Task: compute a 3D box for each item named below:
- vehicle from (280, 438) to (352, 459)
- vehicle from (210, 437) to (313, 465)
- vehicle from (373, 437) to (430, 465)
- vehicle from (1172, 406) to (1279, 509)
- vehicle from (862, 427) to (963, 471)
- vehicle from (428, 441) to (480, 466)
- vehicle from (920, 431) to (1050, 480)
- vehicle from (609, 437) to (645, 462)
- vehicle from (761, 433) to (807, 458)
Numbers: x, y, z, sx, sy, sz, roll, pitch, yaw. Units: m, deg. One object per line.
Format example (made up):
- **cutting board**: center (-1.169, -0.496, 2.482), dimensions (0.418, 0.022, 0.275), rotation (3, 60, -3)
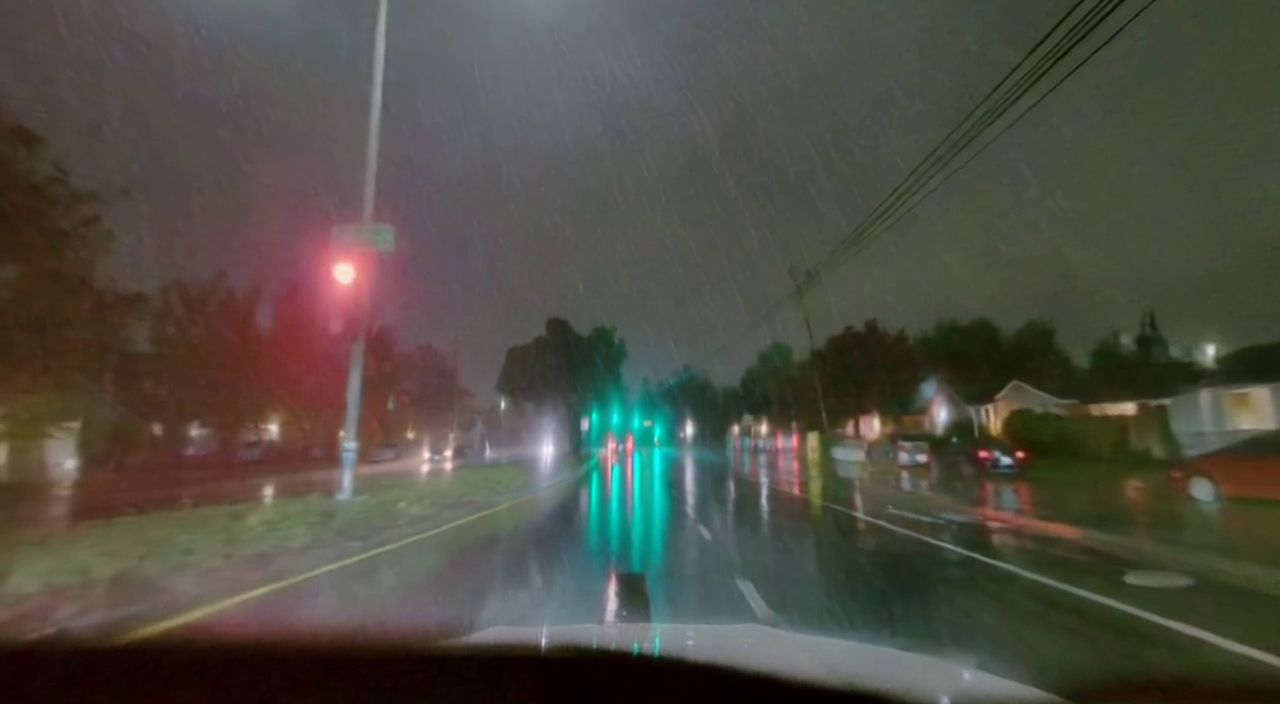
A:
- **vehicle**: center (-23.780, 7.089, 46.428), dimensions (4.184, 1.528, 1.990), rotation (1, -8, -3)
- **vehicle**: center (-21.163, 5.561, 35.348), dimensions (4.547, 1.484, 1.914), rotation (-1, -8, 0)
- **vehicle**: center (-15.540, 6.456, 41.324), dimensions (2.042, 1.748, 4.584), rotation (0, -8, -1)
- **vehicle**: center (11.844, 1.716, 10.246), dimensions (2.226, 1.720, 4.708), rotation (0, -8, -1)
- **vehicle**: center (11.435, 4.107, 26.924), dimensions (2.156, 1.689, 4.774), rotation (0, -8, 0)
- **vehicle**: center (-11.508, 6.275, 39.313), dimensions (1.910, 1.431, 4.426), rotation (0, -8, -1)
- **vehicle**: center (11.553, 3.482, 21.517), dimensions (1.838, 1.443, 4.563), rotation (0, -8, 0)
- **vehicle**: center (-0.837, 5.979, 38.818), dimensions (2.113, 1.462, 4.203), rotation (0, -8, -2)
- **vehicle**: center (10.934, 7.145, 48.222), dimensions (2.147, 1.767, 5.125), rotation (0, -8, -2)
